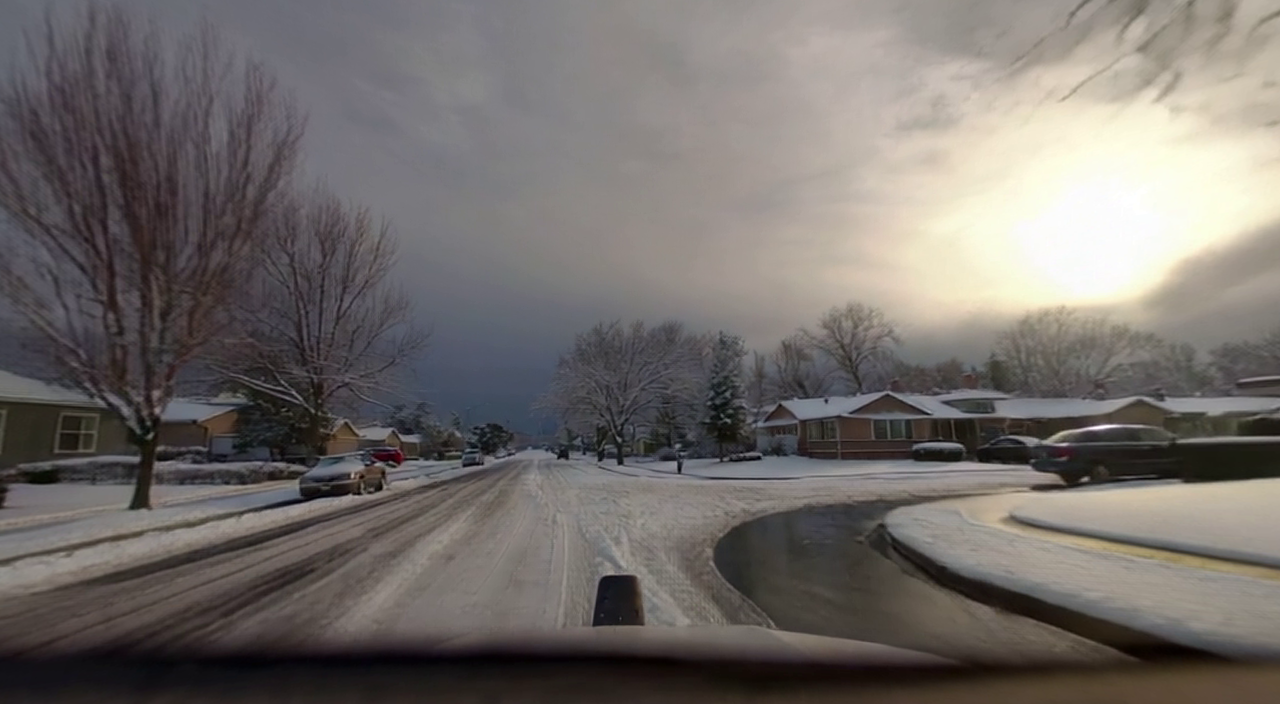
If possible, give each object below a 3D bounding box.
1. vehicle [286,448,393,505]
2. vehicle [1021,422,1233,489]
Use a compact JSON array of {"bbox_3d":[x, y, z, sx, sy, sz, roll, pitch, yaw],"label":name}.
[{"bbox_3d":[-9.493,3.928,20.280,1.938,1.499,4.290,-2,-9,-9],"label":"vehicle"},{"bbox_3d":[14.330,3.027,18.658,4.933,1.817,2.014,1,-9,-9],"label":"vehicle"}]
